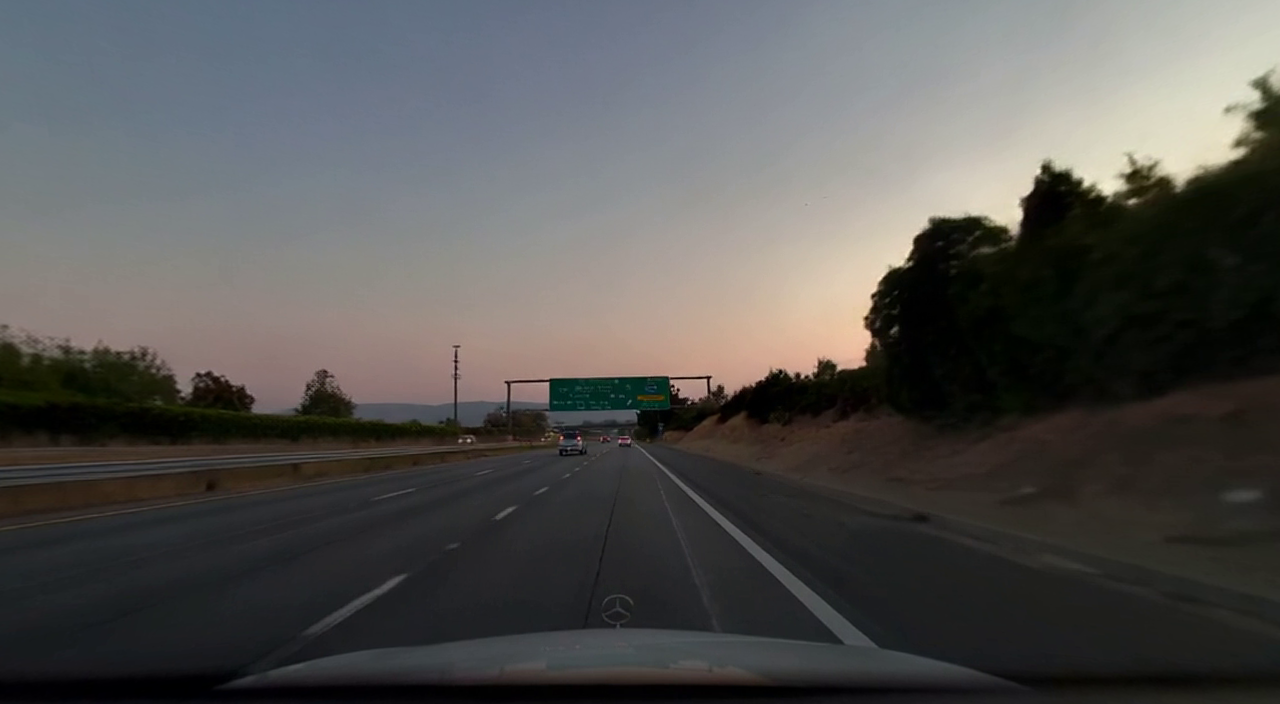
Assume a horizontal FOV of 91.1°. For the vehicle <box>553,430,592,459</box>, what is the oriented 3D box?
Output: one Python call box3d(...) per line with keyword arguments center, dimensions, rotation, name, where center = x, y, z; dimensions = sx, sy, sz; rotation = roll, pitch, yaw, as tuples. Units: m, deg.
box3d(center=(-4.840, 6.681, 45.724), dimensions=(2.281, 1.957, 5.713), rotation=(0, -8, -1), name="vehicle")
